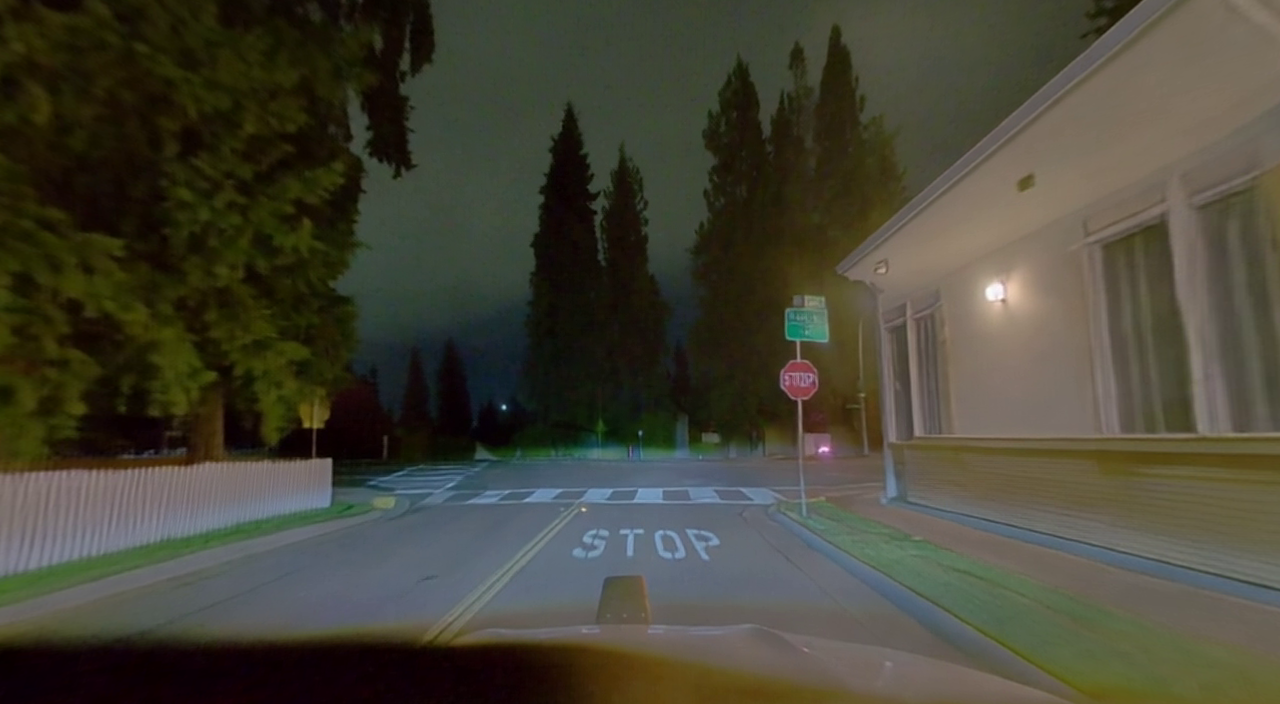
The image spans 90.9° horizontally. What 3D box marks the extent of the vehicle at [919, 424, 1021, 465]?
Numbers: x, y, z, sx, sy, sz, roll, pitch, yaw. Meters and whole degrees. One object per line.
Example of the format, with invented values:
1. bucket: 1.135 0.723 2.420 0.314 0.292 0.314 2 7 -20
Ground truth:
1. vehicle: 18.922 5.346 36.360 2.395 2.164 4.475 5 -10 -27
